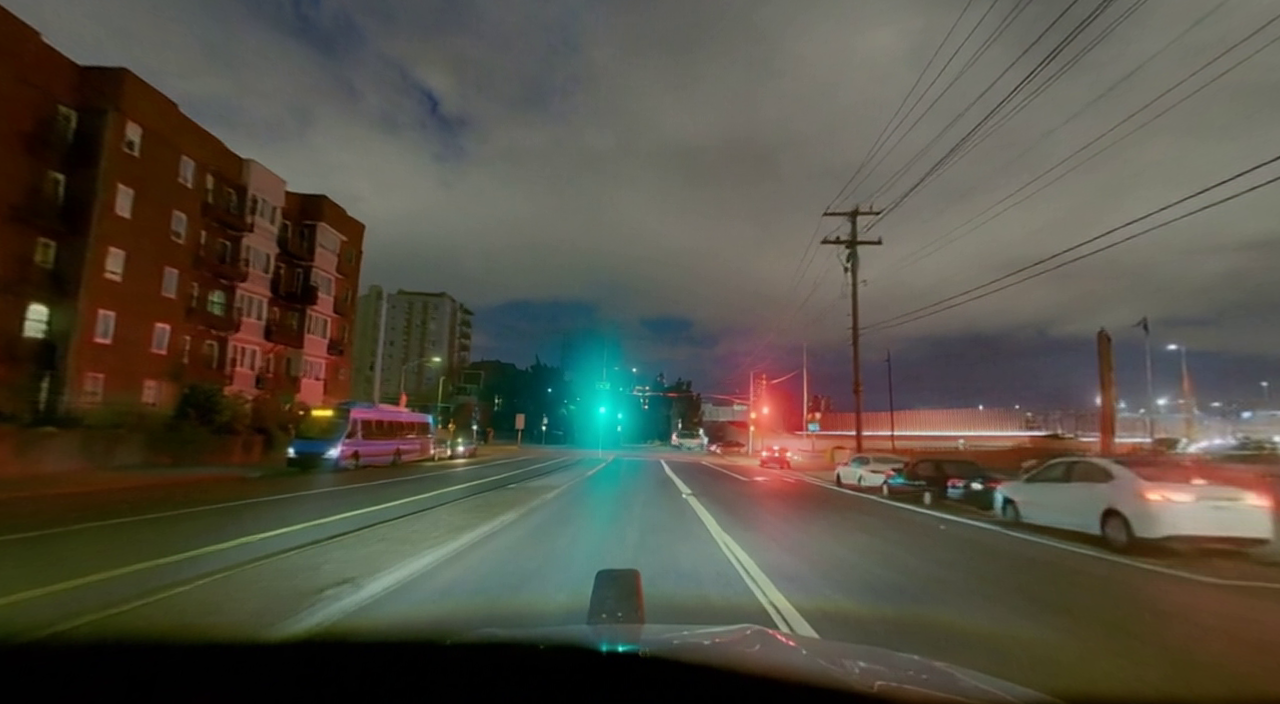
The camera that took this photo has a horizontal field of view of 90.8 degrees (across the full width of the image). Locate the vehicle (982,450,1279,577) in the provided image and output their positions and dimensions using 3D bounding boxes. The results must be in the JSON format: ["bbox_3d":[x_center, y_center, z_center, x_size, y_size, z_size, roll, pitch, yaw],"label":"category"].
[{"bbox_3d":[7.991,2.459,10.548,1.997,1.517,4.755,1,-8,1],"label":"vehicle"}]

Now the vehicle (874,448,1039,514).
[{"bbox_3d":[8.119,3.312,16.844,1.996,1.473,4.740,0,-8,1],"label":"vehicle"}]

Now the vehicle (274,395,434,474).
[{"bbox_3d":[-13.797,4.221,31.917,3.060,3.307,9.997,0,-8,2],"label":"vehicle"}]
